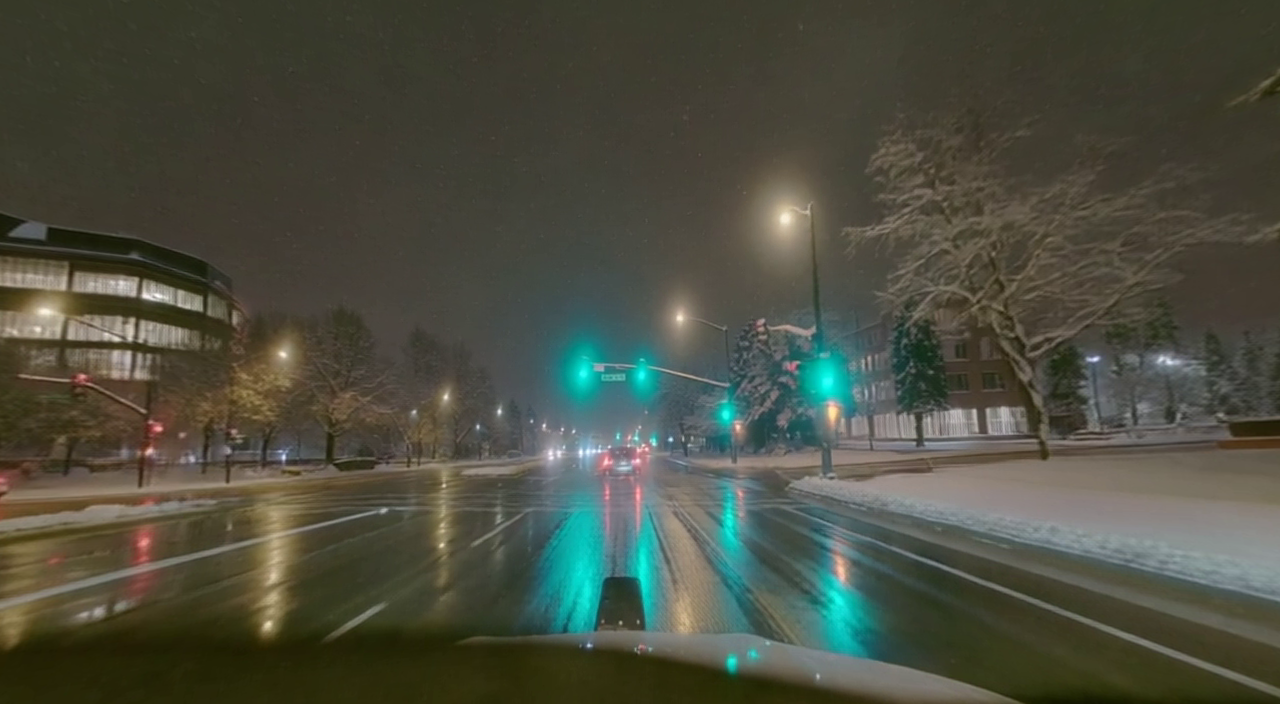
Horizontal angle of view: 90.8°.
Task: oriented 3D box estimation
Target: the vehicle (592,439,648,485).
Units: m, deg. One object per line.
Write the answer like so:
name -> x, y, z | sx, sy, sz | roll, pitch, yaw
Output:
vehicle -> -0.813, 4.440, 25.869 | 2.130, 1.711, 4.038 | 0, -9, -2
